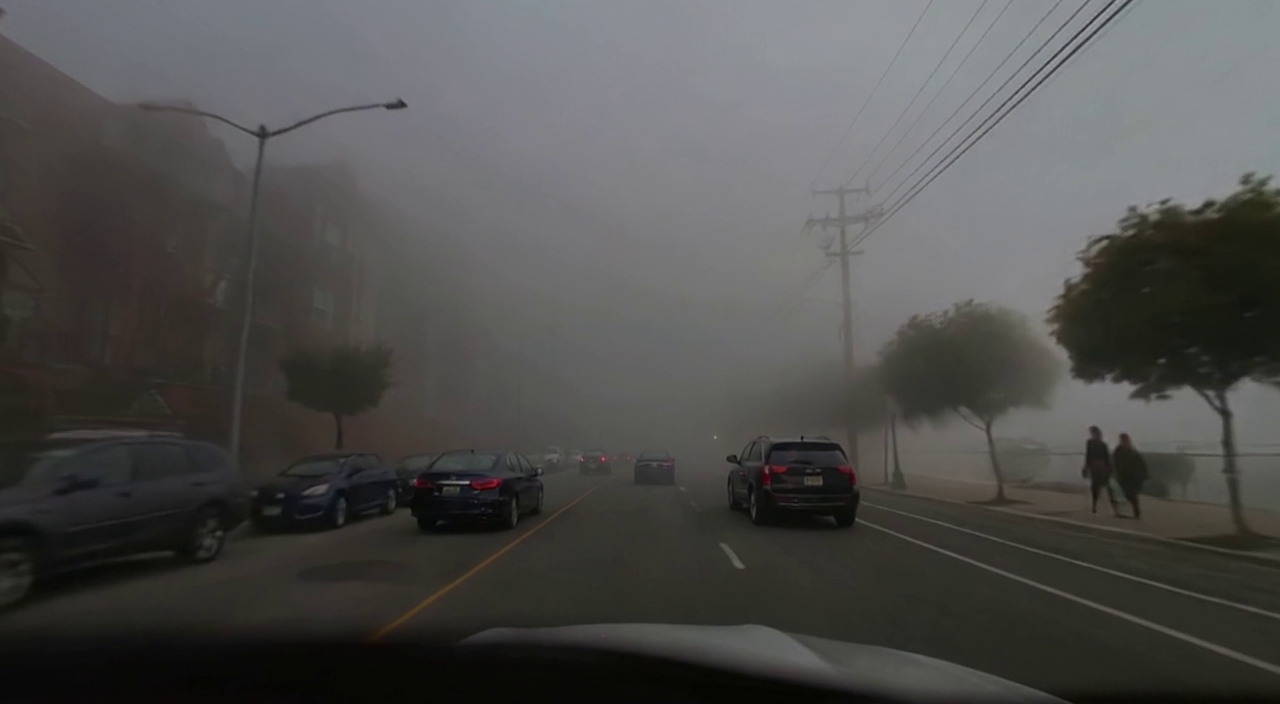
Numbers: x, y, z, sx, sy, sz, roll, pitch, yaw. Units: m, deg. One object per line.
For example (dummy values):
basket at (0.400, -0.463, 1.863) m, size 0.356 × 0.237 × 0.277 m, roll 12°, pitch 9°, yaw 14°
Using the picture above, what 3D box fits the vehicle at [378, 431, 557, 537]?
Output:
vehicle at (-2.960, 2.362, 11.866) m, size 2.085 × 1.619 × 3.976 m, roll -1°, pitch -9°, yaw 2°

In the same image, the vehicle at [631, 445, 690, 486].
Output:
vehicle at (0.761, 4.433, 24.984) m, size 2.139 × 1.466 × 4.373 m, roll 0°, pitch -9°, yaw 1°

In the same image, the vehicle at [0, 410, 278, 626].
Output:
vehicle at (-5.996, 1.563, 6.600) m, size 1.867 × 1.692 × 4.188 m, roll 0°, pitch -9°, yaw 0°

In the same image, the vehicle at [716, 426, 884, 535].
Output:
vehicle at (2.815, 2.377, 12.296) m, size 2.094 × 1.709 × 4.394 m, roll 0°, pitch -9°, yaw 0°

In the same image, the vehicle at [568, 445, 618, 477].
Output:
vehicle at (-2.299, 5.521, 32.167) m, size 2.019 × 1.507 × 4.643 m, roll -1°, pitch -9°, yaw 2°
